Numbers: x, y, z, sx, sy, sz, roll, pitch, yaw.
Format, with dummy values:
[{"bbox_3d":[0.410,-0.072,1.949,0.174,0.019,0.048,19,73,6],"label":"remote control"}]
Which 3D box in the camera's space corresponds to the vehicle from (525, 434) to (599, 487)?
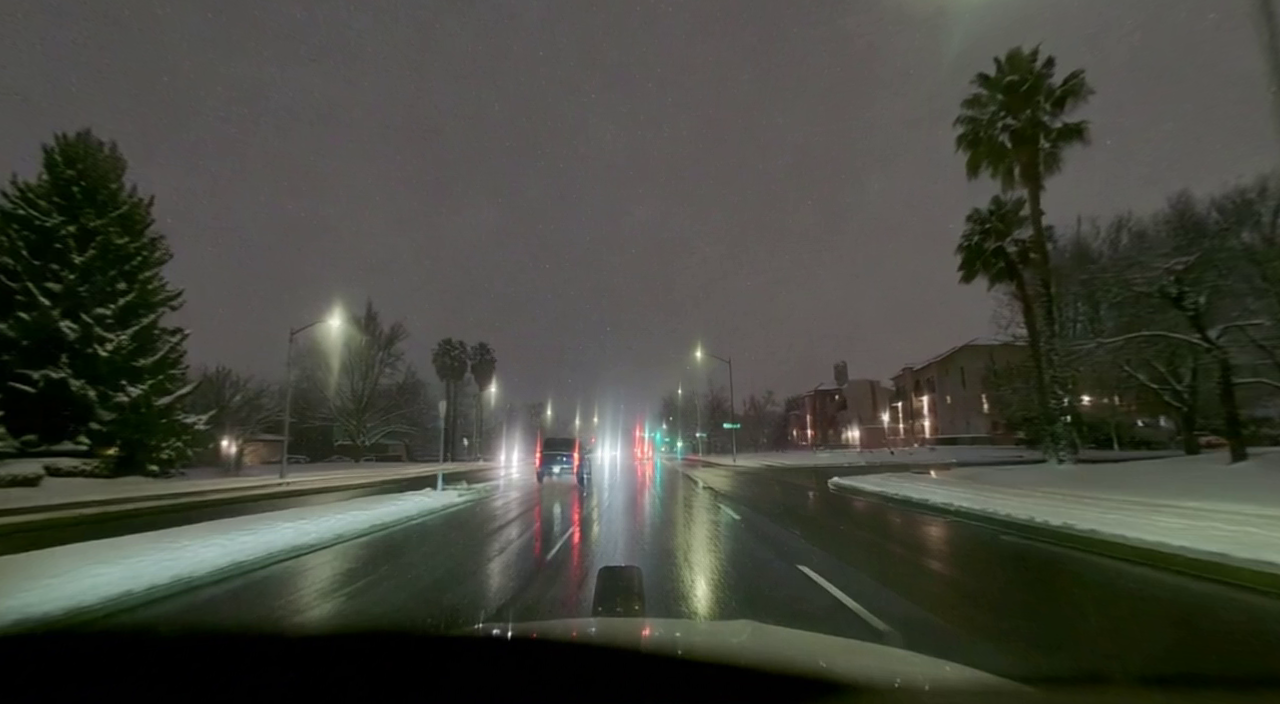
[{"bbox_3d":[-3.128,4.531,26.612,2.370,1.968,5.698,0,-9,1],"label":"vehicle"}]
